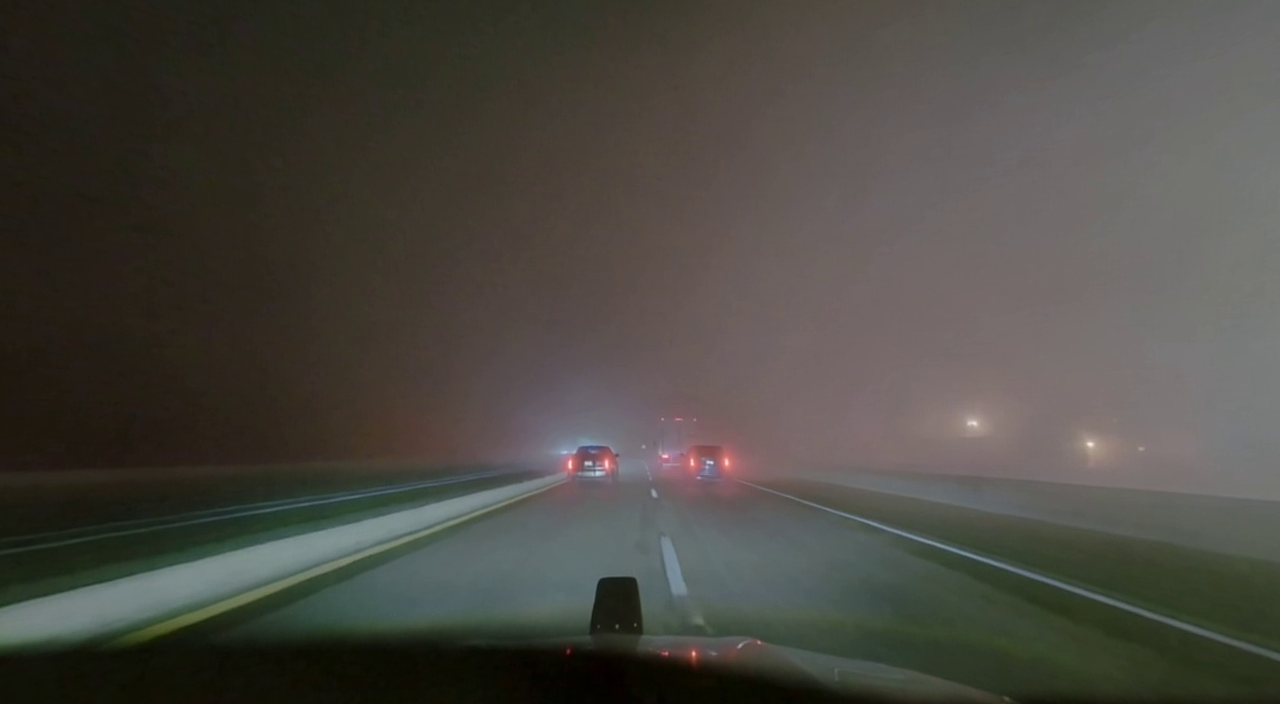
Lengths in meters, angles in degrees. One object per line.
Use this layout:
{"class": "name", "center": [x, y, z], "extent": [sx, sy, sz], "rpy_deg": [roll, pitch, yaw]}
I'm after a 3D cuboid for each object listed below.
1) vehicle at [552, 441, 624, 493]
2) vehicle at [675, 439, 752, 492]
{"class": "vehicle", "center": [-1.728, 4.060, 22.461], "extent": [2.181, 1.653, 4.691], "rpy_deg": [0, -9, 0]}
{"class": "vehicle", "center": [2.497, 4.010, 22.427], "extent": [2.230, 1.715, 4.243], "rpy_deg": [0, -9, 0]}
